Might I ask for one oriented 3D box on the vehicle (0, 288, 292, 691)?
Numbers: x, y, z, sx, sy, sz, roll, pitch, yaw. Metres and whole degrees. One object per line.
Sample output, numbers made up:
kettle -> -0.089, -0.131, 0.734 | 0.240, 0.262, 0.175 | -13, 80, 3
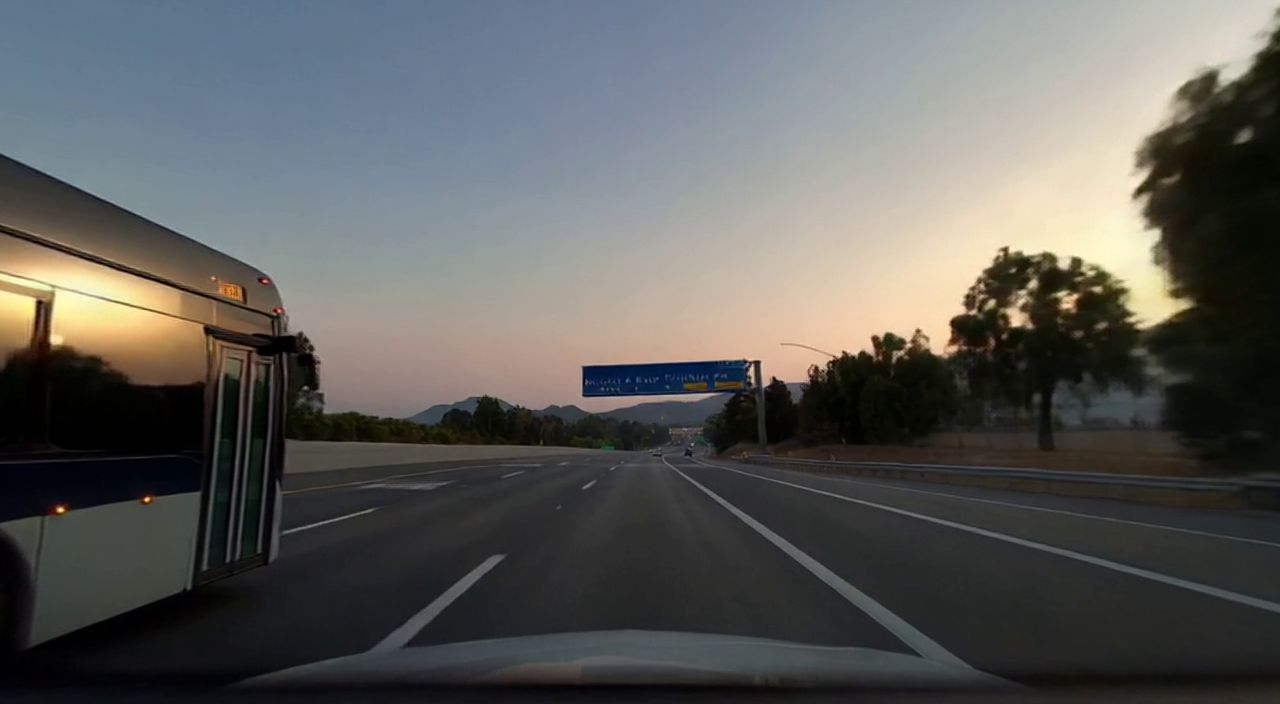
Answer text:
vehicle -> -4.253, 0.659, 2.978 | 2.127, 1.985, 5.205 | 0, -8, 1
